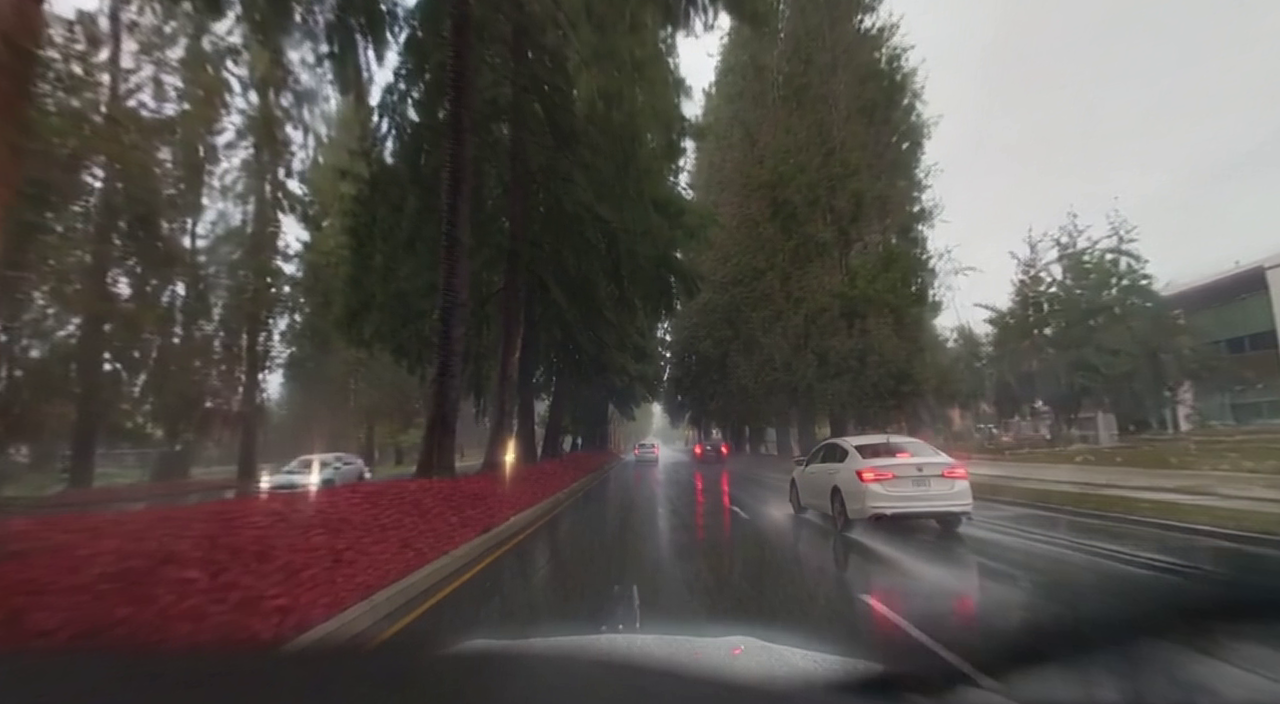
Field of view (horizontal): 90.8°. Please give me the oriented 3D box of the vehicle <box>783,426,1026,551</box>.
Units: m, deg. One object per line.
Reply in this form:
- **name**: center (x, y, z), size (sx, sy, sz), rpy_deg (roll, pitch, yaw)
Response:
- **vehicle**: center (3.737, 1.991, 9.909), size (1.985, 1.529, 4.147), rpy_deg (0, -8, 0)

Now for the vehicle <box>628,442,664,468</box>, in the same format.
- **vehicle**: center (0.315, 6.214, 38.158), size (2.082, 1.473, 4.028), rpy_deg (0, -8, 0)

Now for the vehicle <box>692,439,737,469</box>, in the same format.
- **vehicle**: center (4.271, 5.965, 37.020), size (2.074, 1.652, 4.340), rpy_deg (0, -8, 0)

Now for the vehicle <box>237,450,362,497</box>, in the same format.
- **vehicle**: center (-11.836, 4.226, 22.400), size (1.907, 1.456, 4.520), rpy_deg (0, -8, 0)
